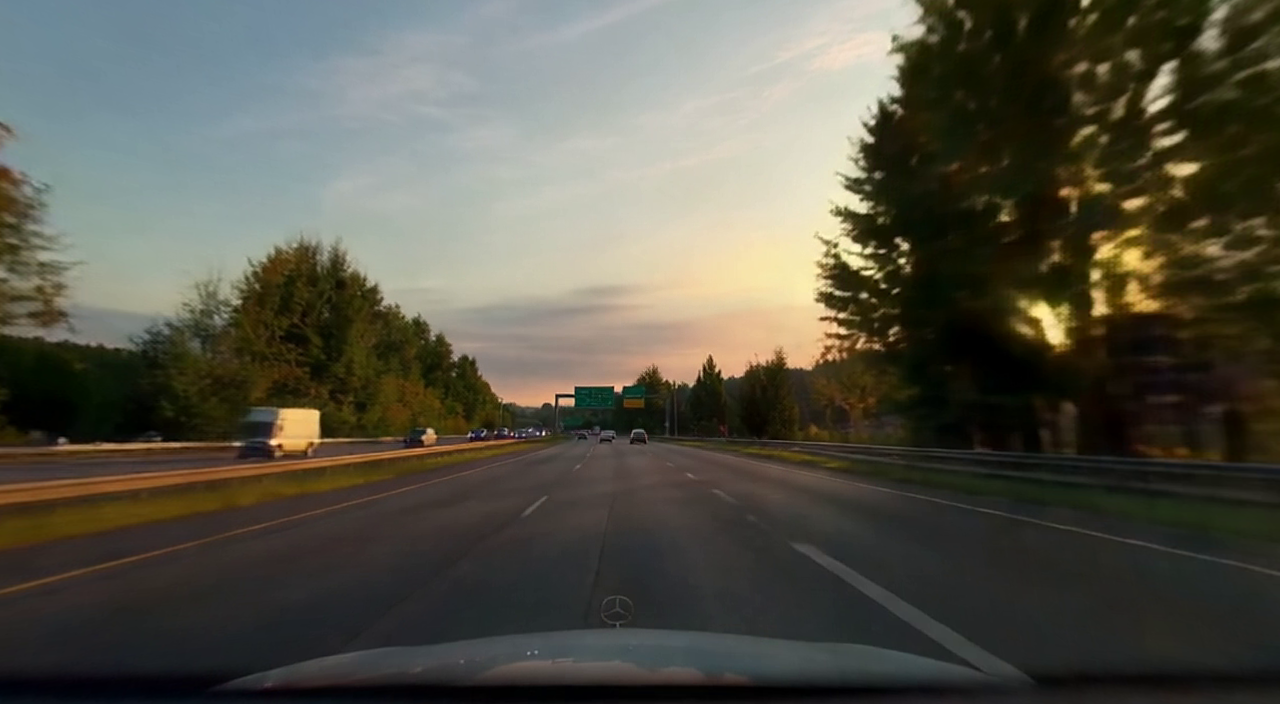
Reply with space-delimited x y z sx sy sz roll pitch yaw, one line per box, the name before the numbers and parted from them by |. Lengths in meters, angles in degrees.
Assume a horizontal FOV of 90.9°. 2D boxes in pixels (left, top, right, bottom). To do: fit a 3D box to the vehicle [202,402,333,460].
vehicle | -17.612 3.833 30.406 2.250 2.480 6.853 0 -8 -2
